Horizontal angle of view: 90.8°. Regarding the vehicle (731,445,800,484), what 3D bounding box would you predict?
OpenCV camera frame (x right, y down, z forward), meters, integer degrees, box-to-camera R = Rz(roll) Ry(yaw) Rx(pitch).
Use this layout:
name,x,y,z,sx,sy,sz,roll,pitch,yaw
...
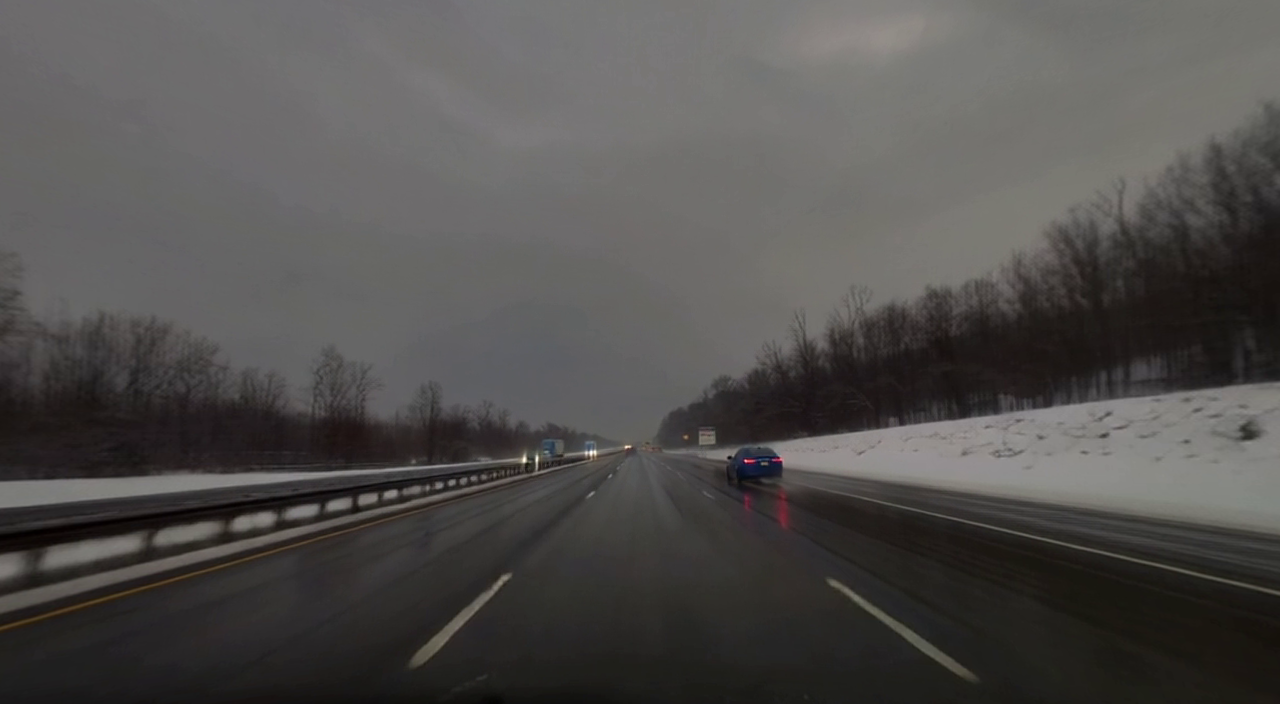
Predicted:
name,x,y,z,sx,sy,sz,roll,pitch,yaw
vehicle,5.090,4.612,26.114,1.967,1.472,3.751,0,-9,-2
